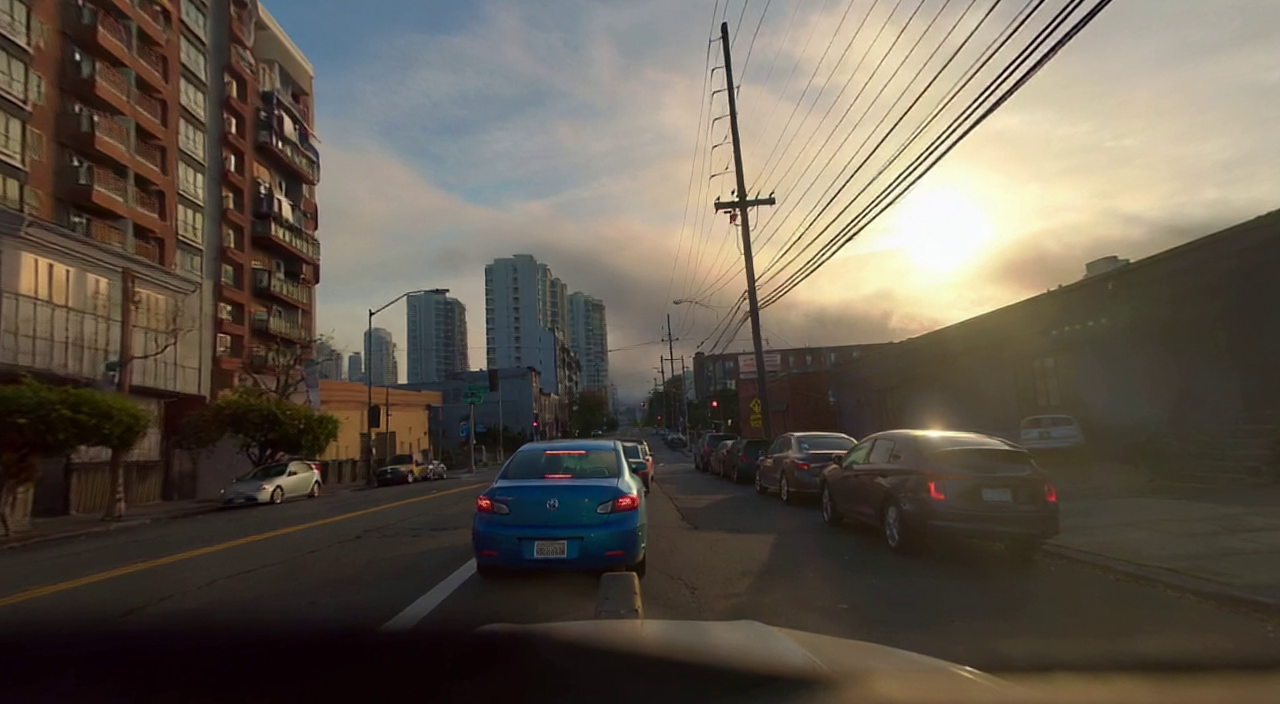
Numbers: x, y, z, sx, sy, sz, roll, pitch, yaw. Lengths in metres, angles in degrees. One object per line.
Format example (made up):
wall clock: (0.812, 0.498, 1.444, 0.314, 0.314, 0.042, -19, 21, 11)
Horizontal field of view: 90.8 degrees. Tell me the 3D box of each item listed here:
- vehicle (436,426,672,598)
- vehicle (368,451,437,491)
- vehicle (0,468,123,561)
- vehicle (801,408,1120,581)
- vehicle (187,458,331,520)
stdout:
vehicle: (-0.711, 1.714, 7.772, 2.019, 1.453, 4.603, 0, -8, 1)
vehicle: (-11.921, 5.944, 31.942, 2.011, 1.687, 4.079, -4, -8, -2)
vehicle: (-11.911, 2.903, 11.021, 1.850, 1.487, 4.711, -3, -8, -1)
vehicle: (3.793, 1.761, 8.614, 1.967, 1.721, 4.410, 0, -8, -1)
vehicle: (-11.856, 4.233, 20.044, 1.868, 1.491, 4.367, -5, -8, 0)
